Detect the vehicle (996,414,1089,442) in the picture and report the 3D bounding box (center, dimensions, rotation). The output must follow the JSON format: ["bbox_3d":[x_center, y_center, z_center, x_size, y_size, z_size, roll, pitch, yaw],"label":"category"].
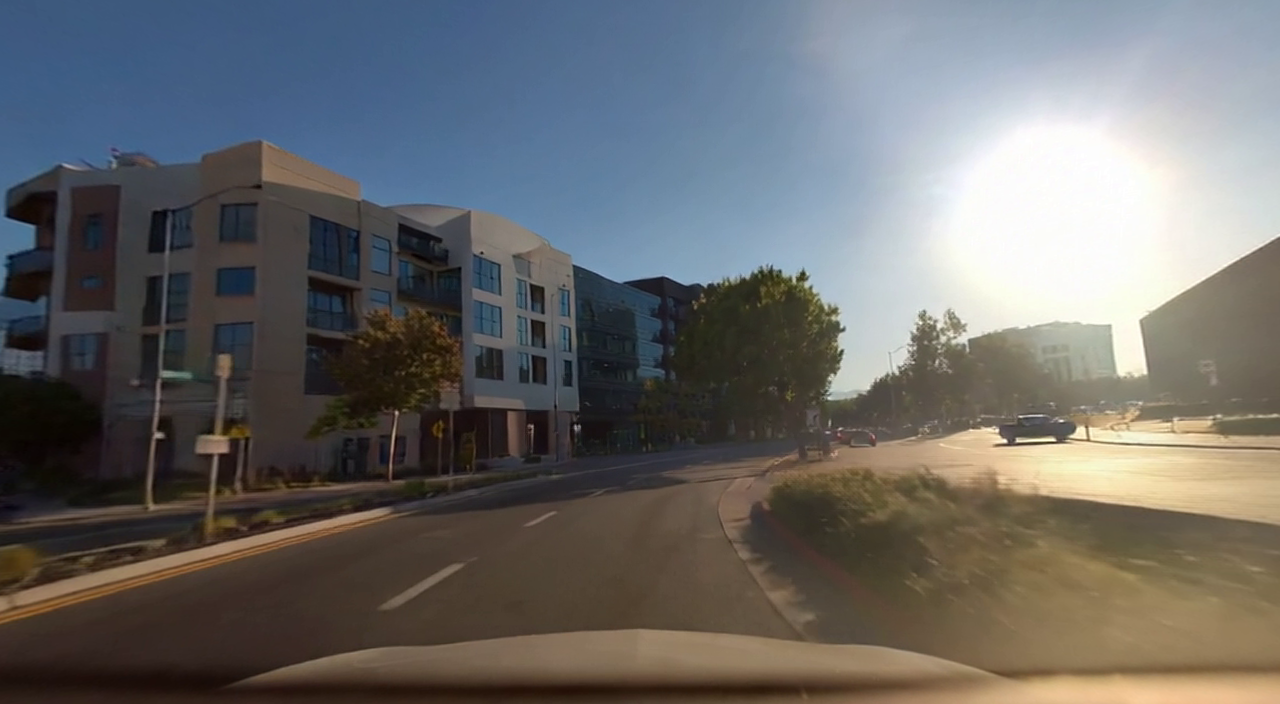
[{"bbox_3d":[27.405,5.231,43.106,2.014,1.757,4.871,8,-12,-43],"label":"vehicle"}]
